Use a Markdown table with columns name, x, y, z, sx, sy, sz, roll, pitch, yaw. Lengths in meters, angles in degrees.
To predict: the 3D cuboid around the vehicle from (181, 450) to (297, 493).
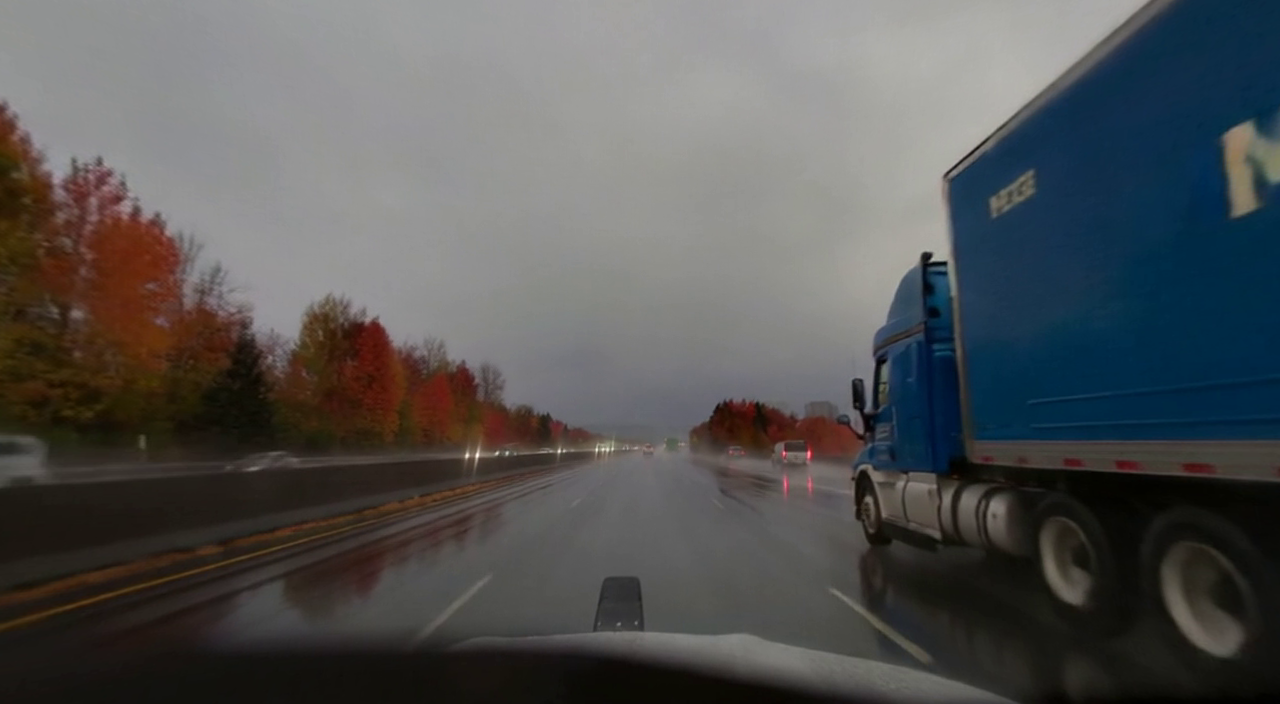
| name | x | y | z | sx | sy | sz | roll | pitch | yaw |
| --- | --- | --- | --- | --- | --- | --- | --- | --- | --- |
| vehicle | -15.402 | 4.588 | 24.344 | 1.850 | 1.489 | 3.955 | 0 | -9 | 0 |
